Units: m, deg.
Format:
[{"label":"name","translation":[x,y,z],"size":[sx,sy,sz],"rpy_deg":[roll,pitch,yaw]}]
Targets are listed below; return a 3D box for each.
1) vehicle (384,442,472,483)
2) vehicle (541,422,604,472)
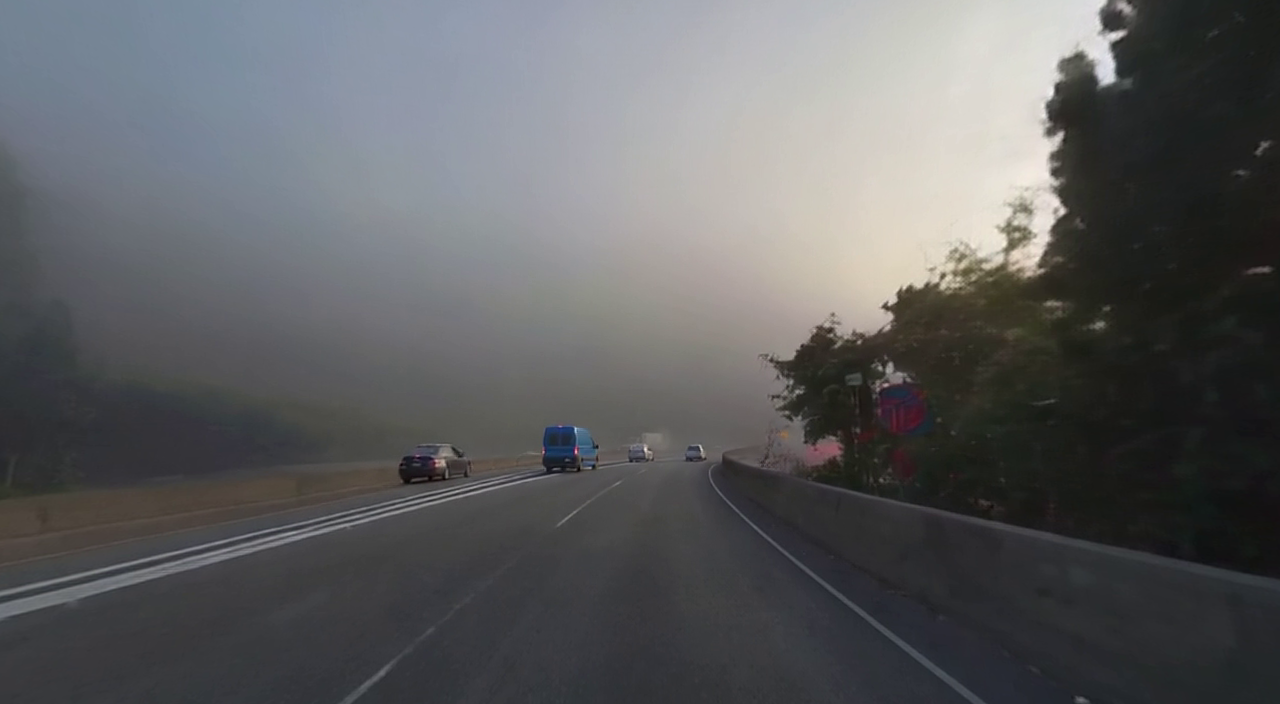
[{"label":"vehicle","translation":[-8.666,4.528,26.235],"size":[1.821,1.524,4.342],"rpy_deg":[-1,-9,5]},{"label":"vehicle","translation":[-3.931,5.731,38.242],"size":[2.314,2.703,6.441],"rpy_deg":[-1,-9,7]}]
